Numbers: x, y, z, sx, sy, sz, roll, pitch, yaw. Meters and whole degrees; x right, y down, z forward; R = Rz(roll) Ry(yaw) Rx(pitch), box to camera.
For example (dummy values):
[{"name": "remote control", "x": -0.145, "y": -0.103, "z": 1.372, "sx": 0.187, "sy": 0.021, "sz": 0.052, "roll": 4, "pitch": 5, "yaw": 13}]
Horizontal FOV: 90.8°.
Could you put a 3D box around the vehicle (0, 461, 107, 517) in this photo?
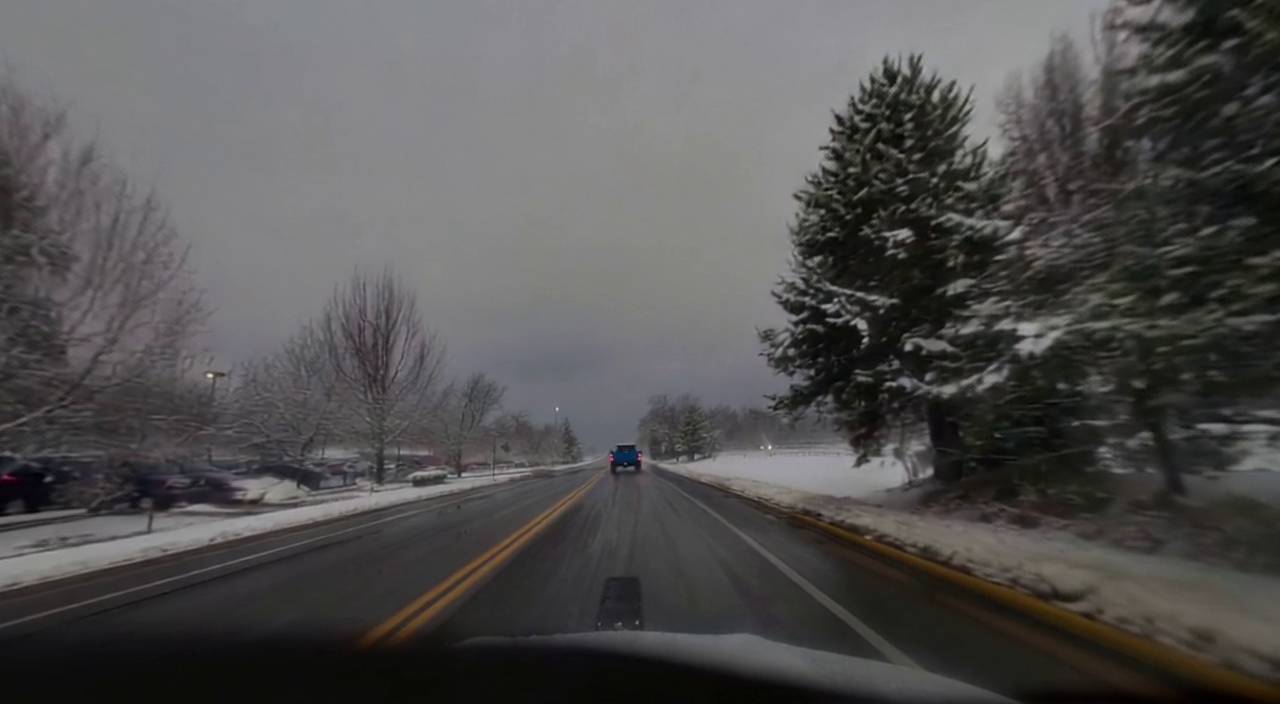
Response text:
[{"name": "vehicle", "x": -20.136, "y": 4.495, "z": 21.093, "sx": 1.959, "sy": 1.636, "sz": 4.266, "roll": 4, "pitch": -10, "yaw": -18}]

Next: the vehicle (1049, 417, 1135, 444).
[{"name": "vehicle", "x": 27.383, "y": 4.820, "z": 38.431, "sx": 1.816, "sy": 1.517, "sz": 3.920, "roll": 2, "pitch": -9, "yaw": -11}]

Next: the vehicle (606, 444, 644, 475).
[{"name": "vehicle", "x": -1.105, "y": 7.740, "z": 45.546, "sx": 2.556, "sy": 2.063, "sz": 5.578, "roll": 1, "pitch": -9, "yaw": -2}]
